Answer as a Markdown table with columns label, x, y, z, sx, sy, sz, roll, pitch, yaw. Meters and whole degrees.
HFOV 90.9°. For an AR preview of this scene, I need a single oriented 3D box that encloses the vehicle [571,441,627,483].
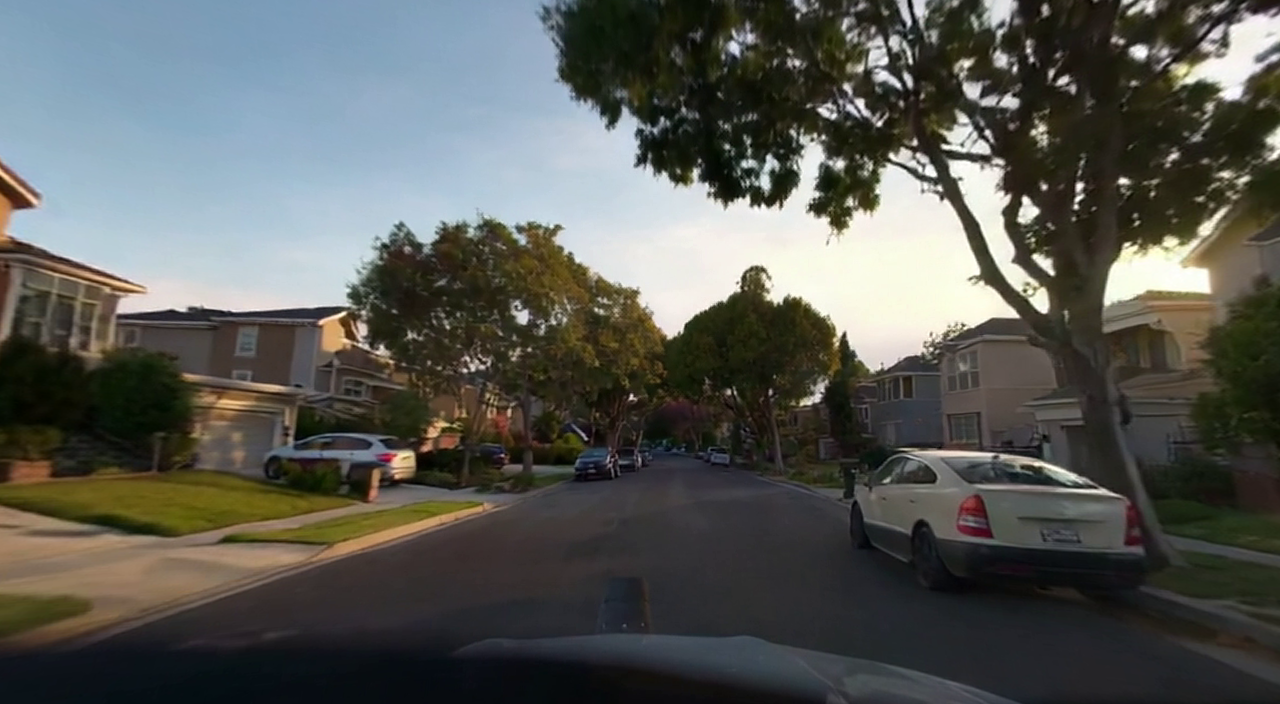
| label | x | y | z | sx | sy | sz | roll | pitch | yaw |
| --- | --- | --- | --- | --- | --- | --- | --- | --- | --- |
| vehicle | -1.716 | 4.865 | 27.949 | 1.974 | 1.664 | 4.539 | -1 | -9 | 3 |

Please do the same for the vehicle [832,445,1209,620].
| label | x | y | z | sx | sy | sz | roll | pitch | yaw |
| --- | --- | --- | --- | --- | --- | --- | --- | --- | --- |
| vehicle | 3.852 | 1.835 | 7.555 | 1.996 | 1.409 | 4.446 | 0 | -8 | 4 |

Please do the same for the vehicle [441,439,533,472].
| label | x | y | z | sx | sy | sz | roll | pitch | yaw |
| --- | --- | --- | --- | --- | --- | --- | --- | --- | --- |
| vehicle | -8.184 | 5.572 | 34.027 | 4.414 | 1.658 | 1.988 | 0 | -8 | 4 |

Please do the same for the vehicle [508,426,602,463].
| label | x | y | z | sx | sy | sz | roll | pitch | yaw |
| --- | --- | --- | --- | --- | --- | --- | --- | --- | --- |
| vehicle | -6.540 | 7.247 | 49.356 | 6.780 | 2.770 | 2.970 | -1 | -8 | 5 |

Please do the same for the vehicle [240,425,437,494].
| label | x | y | z | sx | sy | sz | roll | pitch | yaw |
| --- | --- | --- | --- | --- | --- | --- | --- | --- | --- |
| vehicle | -8.235 | 2.928 | 17.443 | 4.480 | 1.740 | 1.988 | -1 | -8 | 9 |
